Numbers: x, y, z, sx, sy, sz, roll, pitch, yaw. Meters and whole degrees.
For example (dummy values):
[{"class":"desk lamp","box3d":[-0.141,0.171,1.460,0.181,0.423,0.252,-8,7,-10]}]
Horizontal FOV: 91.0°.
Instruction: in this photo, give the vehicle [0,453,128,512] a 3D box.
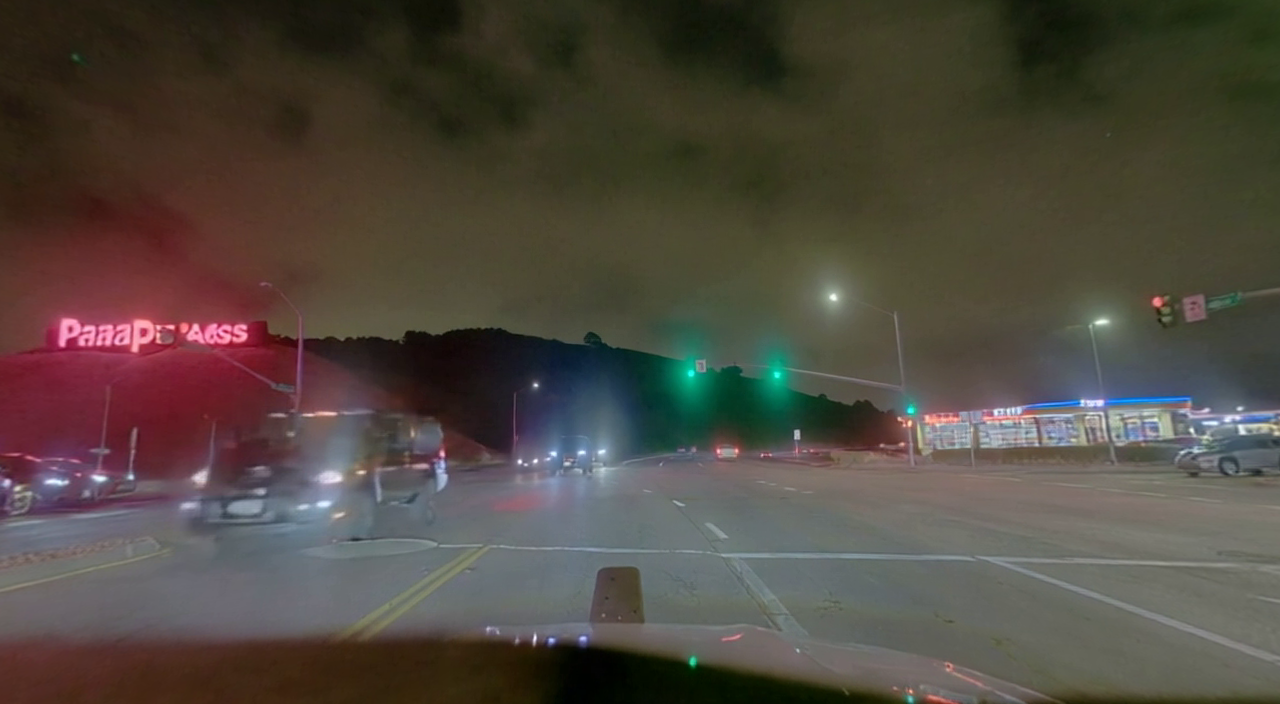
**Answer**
[{"class":"vehicle","box3d":[-19.815,4.196,20.518,4.440,1.748,2.033,0,-8,1]}]

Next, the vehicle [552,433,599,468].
[{"class":"vehicle","box3d":[-4.368,6.790,43.479,2.662,2.197,5.454,0,-8,0]}]

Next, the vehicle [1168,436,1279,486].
[{"class":"vehicle","box3d":[25.036,4.472,26.077,4.546,1.944,2.051,1,-9,-5]}]

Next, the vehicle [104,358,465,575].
[{"class":"vehicle","box3d":[-4.444,1.575,9.253,2.196,2.264,5.206,0,-8,0]}]
